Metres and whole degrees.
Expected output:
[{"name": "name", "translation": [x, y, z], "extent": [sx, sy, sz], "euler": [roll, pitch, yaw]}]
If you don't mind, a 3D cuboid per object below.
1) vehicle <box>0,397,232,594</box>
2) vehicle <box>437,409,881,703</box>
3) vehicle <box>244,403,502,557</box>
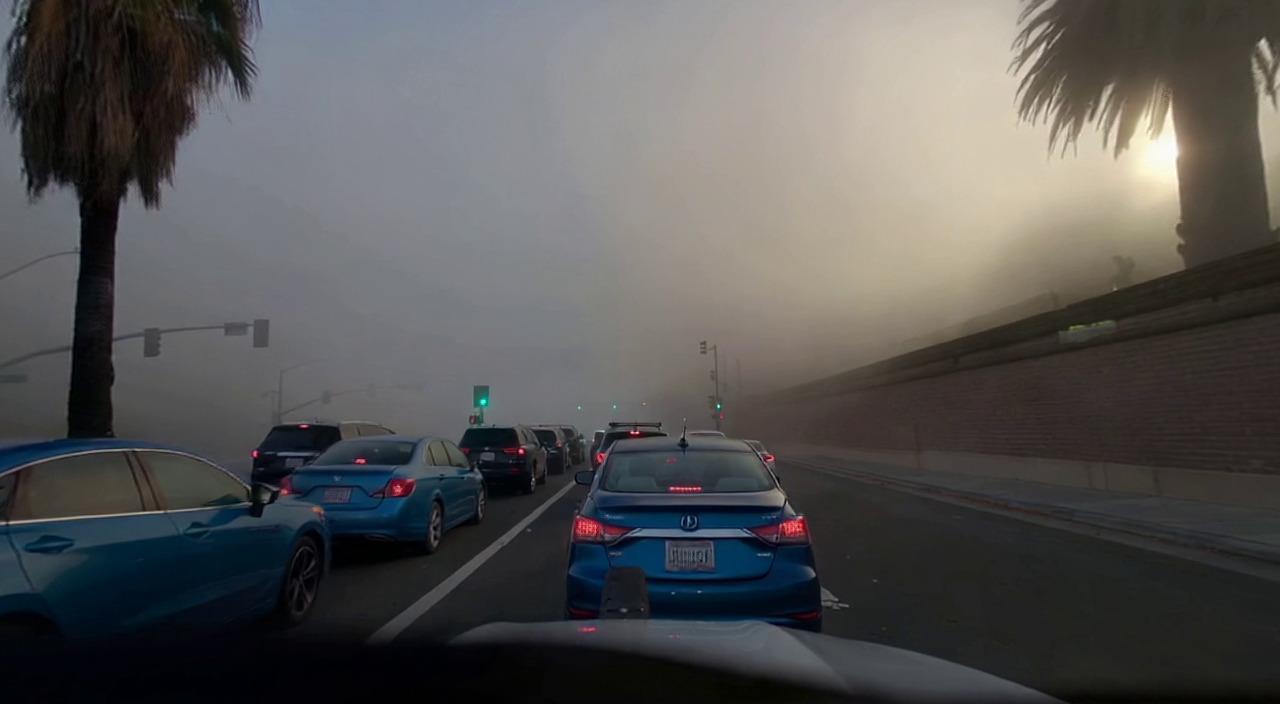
[{"name": "vehicle", "translation": [-6.671, 1.398, 6.411], "extent": [1.963, 1.721, 4.662], "euler": [0, -8, -2]}, {"name": "vehicle", "translation": [0.043, 1.335, 5.219], "extent": [2.128, 1.473, 4.272], "euler": [0, -8, -1]}, {"name": "vehicle", "translation": [-3.513, 1.772, 9.306], "extent": [2.055, 1.746, 4.136], "euler": [0, -8, -1]}]
